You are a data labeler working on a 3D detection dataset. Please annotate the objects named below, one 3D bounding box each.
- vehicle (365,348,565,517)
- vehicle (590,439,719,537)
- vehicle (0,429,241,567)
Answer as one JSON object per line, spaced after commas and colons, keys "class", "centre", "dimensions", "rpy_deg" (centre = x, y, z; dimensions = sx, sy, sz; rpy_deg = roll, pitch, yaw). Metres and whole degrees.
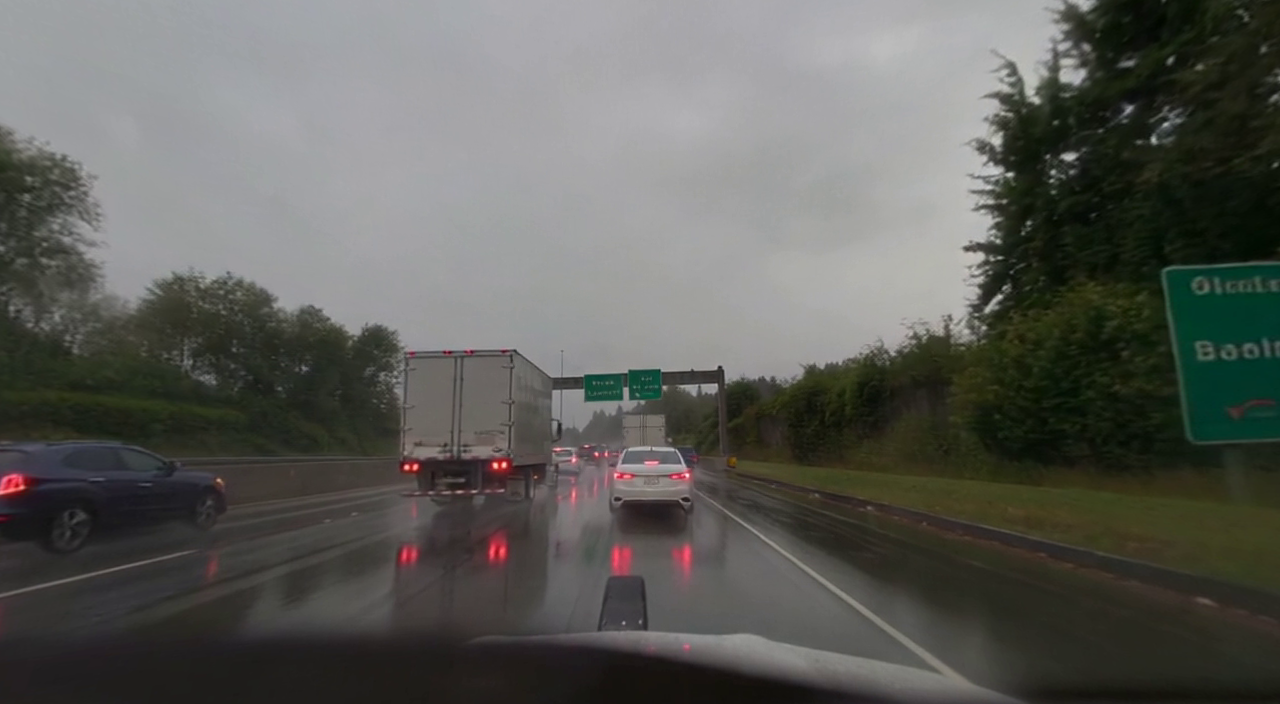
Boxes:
{"class": "vehicle", "centre": [-3.864, 2.151, 16.257], "dimensions": [2.832, 3.293, 7.782], "rpy_deg": [0, -9, 1]}
{"class": "vehicle", "centre": [0.220, 2.381, 11.530], "dimensions": [1.995, 1.495, 3.380], "rpy_deg": [0, -9, 0]}
{"class": "vehicle", "centre": [-7.867, 1.877, 8.661], "dimensions": [1.824, 1.489, 4.422], "rpy_deg": [0, -9, 1]}
